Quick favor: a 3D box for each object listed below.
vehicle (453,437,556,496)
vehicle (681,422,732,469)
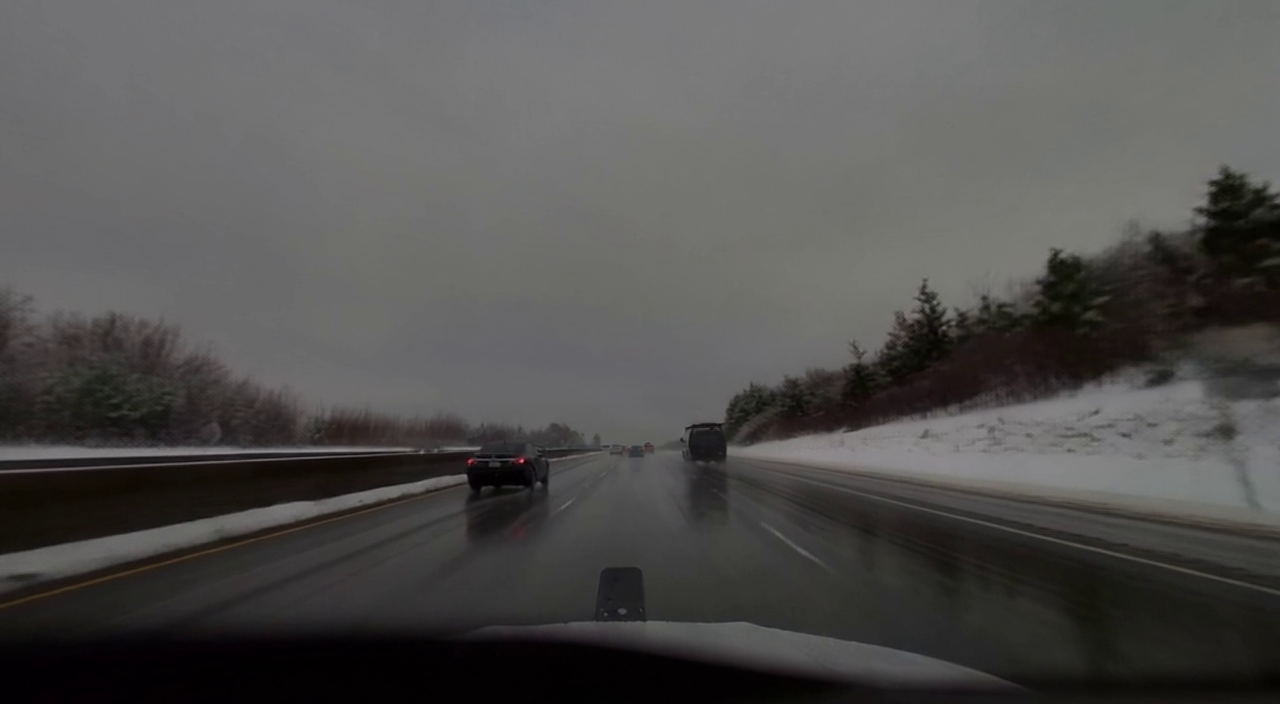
[{"bbox_3d":[-3.821,3.333,18.636,2.054,1.529,4.368,0,-9,1],"label":"vehicle"},{"bbox_3d":[3.935,5.712,38.420,2.361,2.636,5.684,0,-9,-1],"label":"vehicle"}]
